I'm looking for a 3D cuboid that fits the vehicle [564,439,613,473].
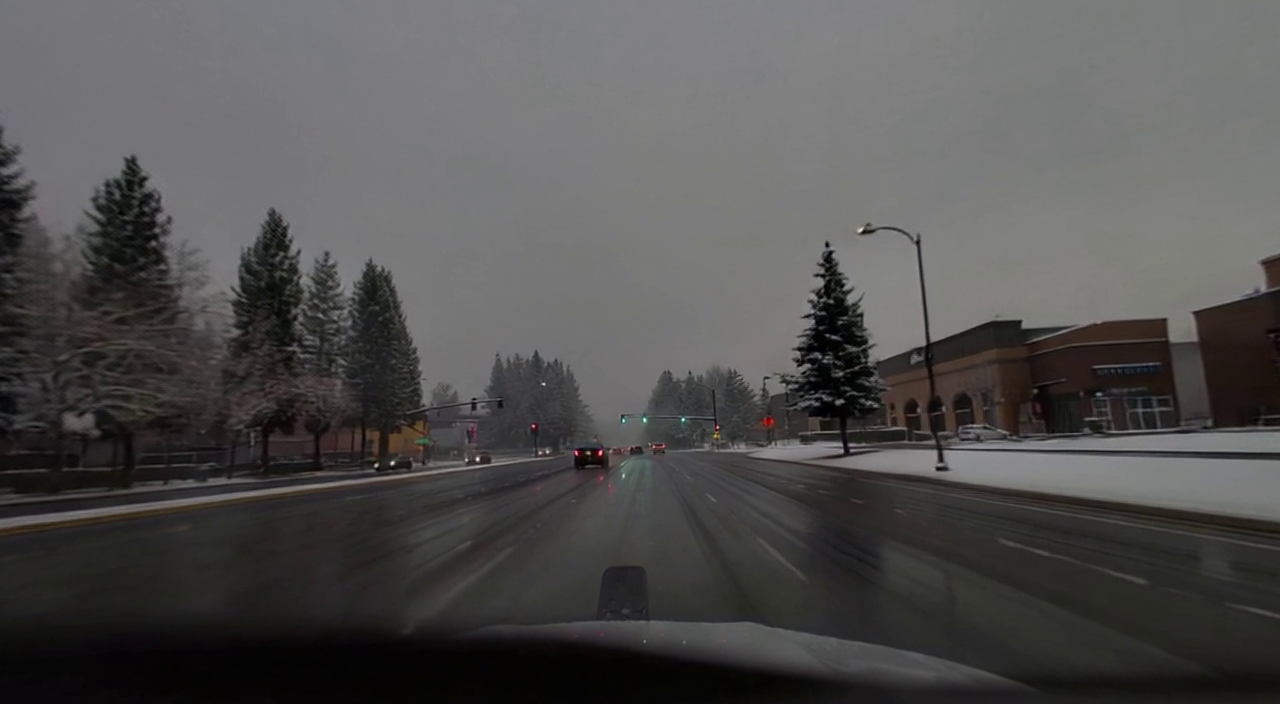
[{"bbox_3d":[-2.618,5.438,33.294,2.121,1.656,4.559,0,-8,1],"label":"vehicle"}]
